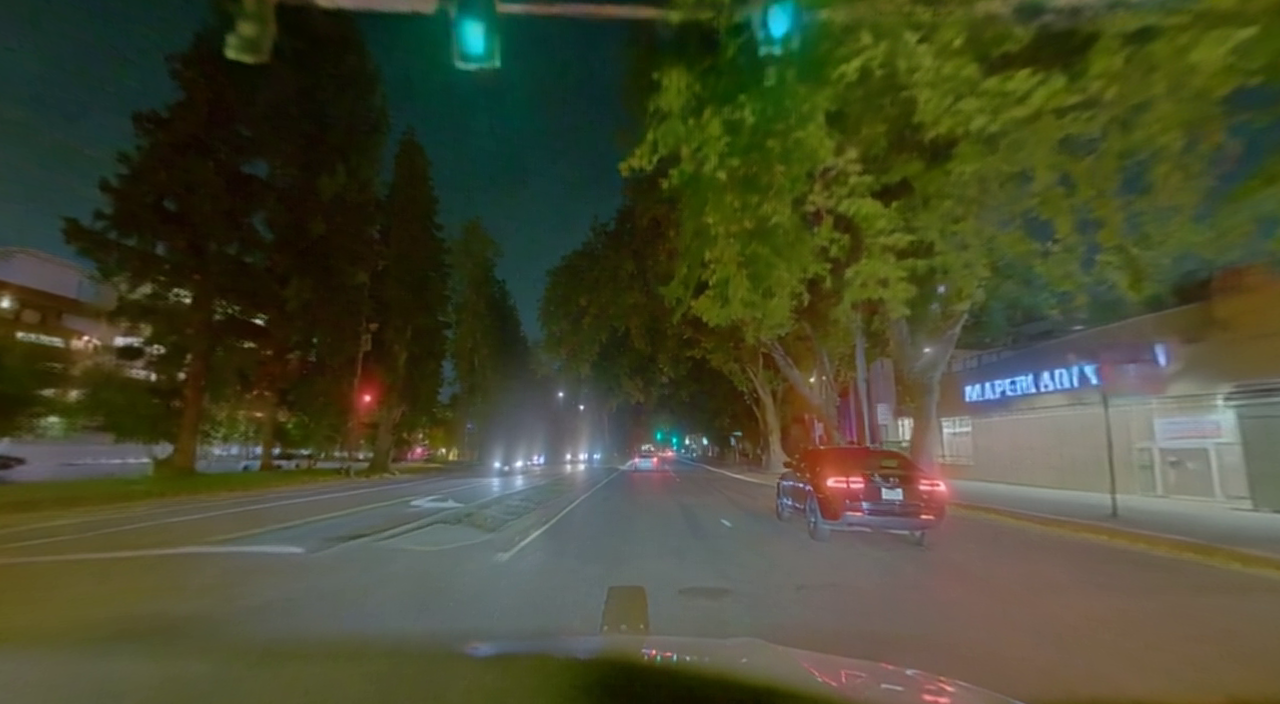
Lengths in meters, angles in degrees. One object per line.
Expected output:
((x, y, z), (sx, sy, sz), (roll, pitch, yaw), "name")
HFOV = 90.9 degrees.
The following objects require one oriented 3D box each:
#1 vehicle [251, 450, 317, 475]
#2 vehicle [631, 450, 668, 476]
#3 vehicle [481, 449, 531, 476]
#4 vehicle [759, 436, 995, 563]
((-26.447, 8.209, 47.014), (1.913, 1.678, 5.017), (0, -8, 1), "vehicle")
((0.532, 6.135, 35.026), (1.945, 1.343, 3.827), (0, -9, 0), "vehicle")
((-7.963, 6.592, 37.932), (1.958, 1.487, 4.451), (0, -9, 1), "vehicle")
((3.238, 2.082, 9.653), (1.989, 1.498, 4.050), (0, -9, -1), "vehicle")
